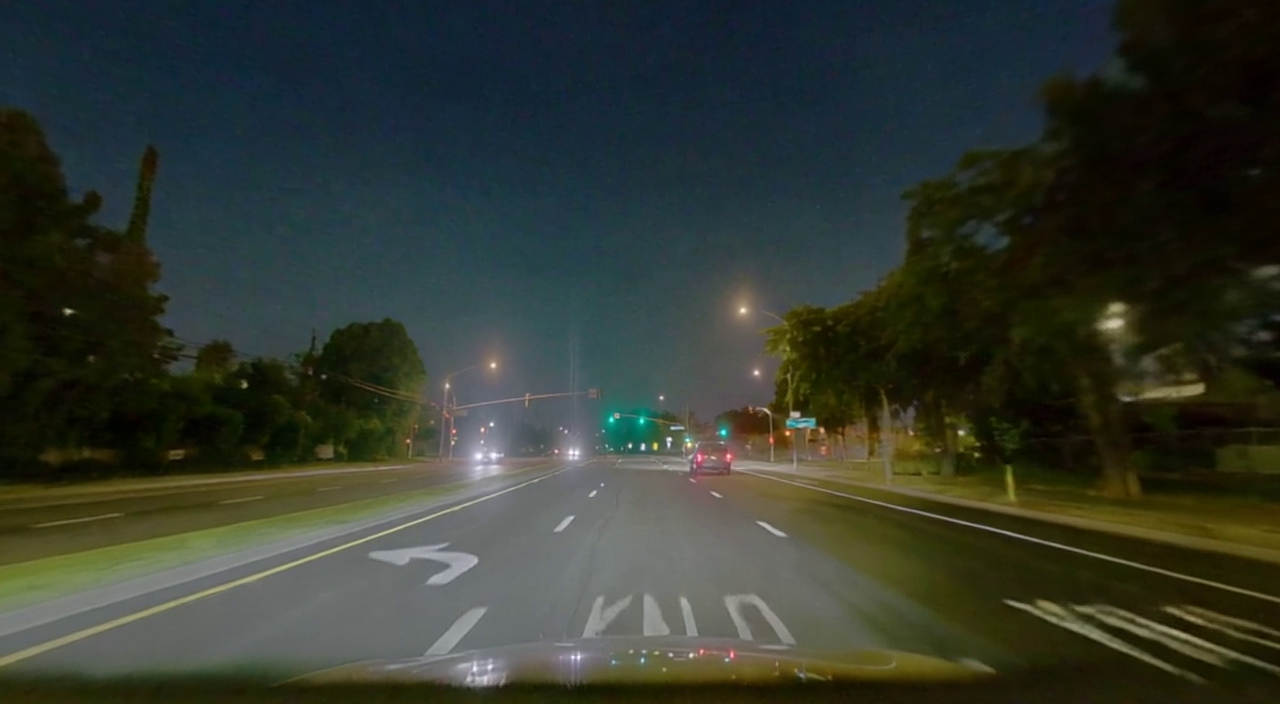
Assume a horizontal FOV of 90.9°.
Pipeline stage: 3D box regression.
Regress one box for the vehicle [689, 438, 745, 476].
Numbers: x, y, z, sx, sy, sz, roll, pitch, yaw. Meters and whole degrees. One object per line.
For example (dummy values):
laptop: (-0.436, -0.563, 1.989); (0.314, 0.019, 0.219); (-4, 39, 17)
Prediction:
vehicle: (3.857, 5.371, 32.437); (2.240, 1.781, 4.433); (0, -9, -1)
